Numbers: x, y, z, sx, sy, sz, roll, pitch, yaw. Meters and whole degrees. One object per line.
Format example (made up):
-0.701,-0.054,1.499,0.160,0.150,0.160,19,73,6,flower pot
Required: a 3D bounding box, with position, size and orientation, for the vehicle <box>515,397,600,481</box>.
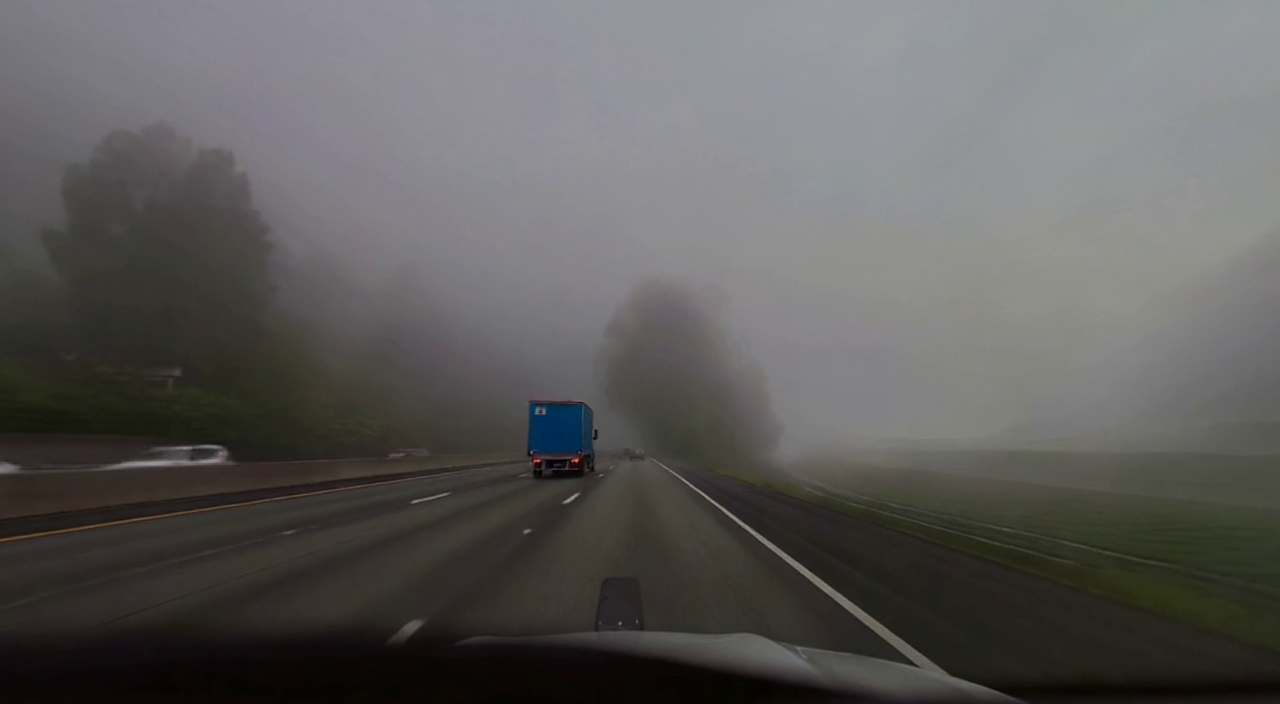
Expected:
-3.553,4.082,29.410,2.874,3.309,8.208,0,-8,0,vehicle
